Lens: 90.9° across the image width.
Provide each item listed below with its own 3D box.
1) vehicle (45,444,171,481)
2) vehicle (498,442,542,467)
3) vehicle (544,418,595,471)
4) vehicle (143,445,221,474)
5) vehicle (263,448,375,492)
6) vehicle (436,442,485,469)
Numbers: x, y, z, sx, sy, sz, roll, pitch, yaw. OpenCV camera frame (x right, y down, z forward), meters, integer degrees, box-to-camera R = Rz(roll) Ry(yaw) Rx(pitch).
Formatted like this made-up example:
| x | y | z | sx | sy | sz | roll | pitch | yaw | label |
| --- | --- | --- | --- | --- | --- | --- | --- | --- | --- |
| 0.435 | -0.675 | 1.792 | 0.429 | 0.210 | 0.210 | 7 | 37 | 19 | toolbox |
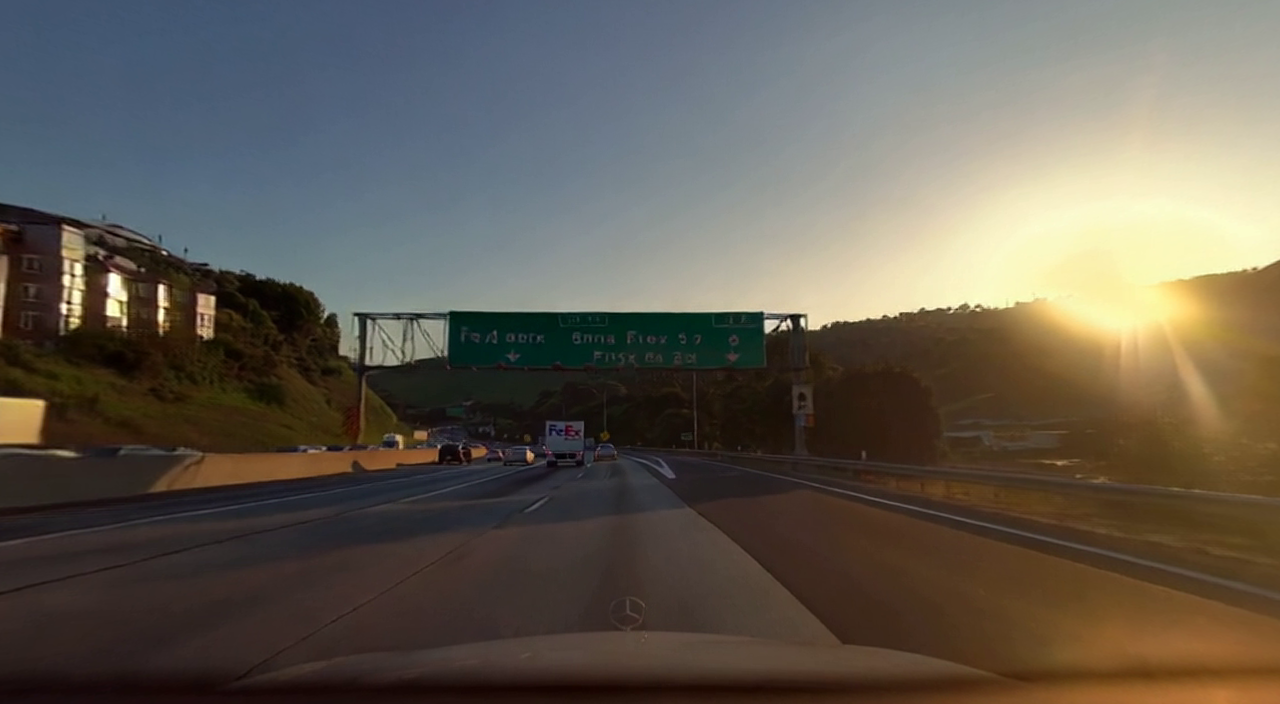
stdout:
| x | y | z | sx | sy | sz | roll | pitch | yaw | label |
| --- | --- | --- | --- | --- | --- | --- | --- | --- | --- |
| -24.916 | 5.144 | 29.816 | 1.904 | 1.575 | 4.743 | 0 | -8 | -1 | vehicle |
| -8.987 | 7.679 | 47.609 | 2.461 | 1.767 | 4.991 | 0 | -8 | -2 | vehicle |
| -4.675 | 6.254 | 43.335 | 2.798 | 3.212 | 7.573 | 2 | -7 | -2 | vehicle |
| -29.048 | 6.775 | 40.166 | 1.831 | 1.625 | 4.209 | 3 | -8 | -2 | vehicle |
| -11.700 | 4.305 | 23.390 | 1.879 | 1.431 | 4.425 | 0 | -8 | -1 | vehicle |
| -12.739 | 7.359 | 45.104 | 2.188 | 1.784 | 4.724 | 0 | -8 | -1 | vehicle |
